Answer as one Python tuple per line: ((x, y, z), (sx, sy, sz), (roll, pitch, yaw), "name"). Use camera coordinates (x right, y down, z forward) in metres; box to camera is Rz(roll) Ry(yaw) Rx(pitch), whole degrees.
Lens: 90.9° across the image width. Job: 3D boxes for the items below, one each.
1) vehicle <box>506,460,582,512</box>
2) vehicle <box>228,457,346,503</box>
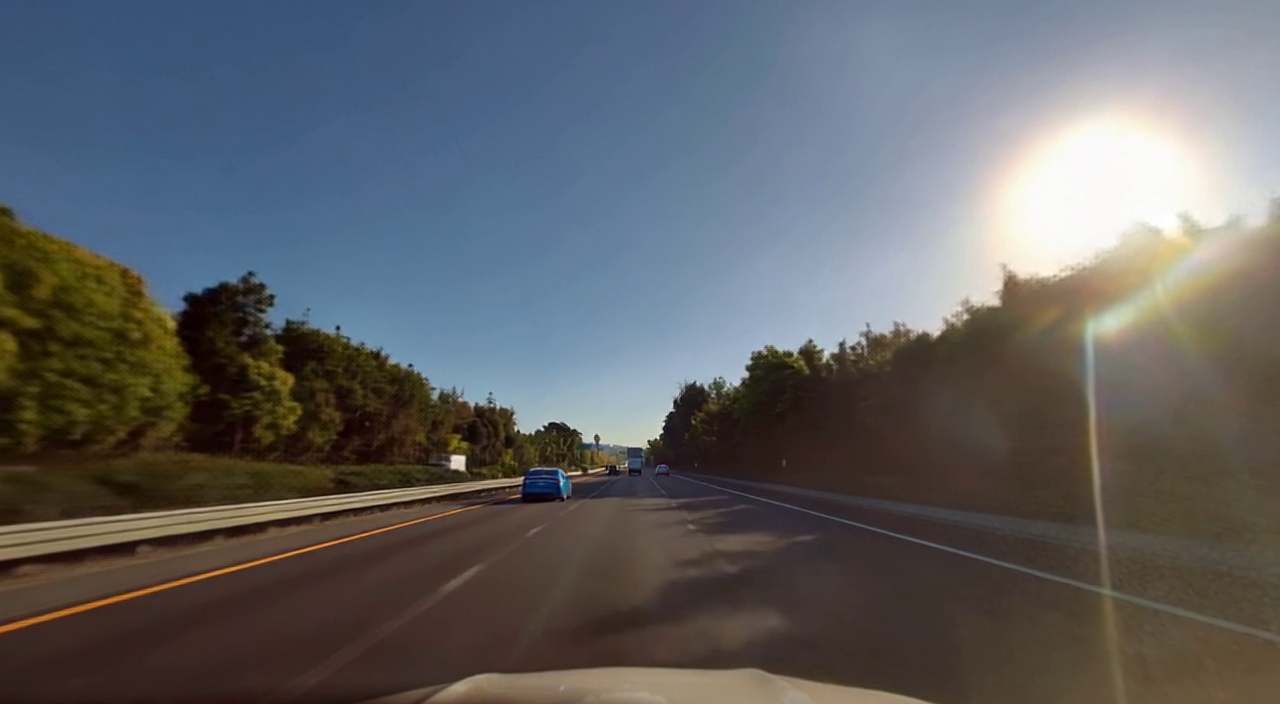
((-3.064, 4.395, 20.961), (1.797, 1.532, 4.072), (1, -10, 1), "vehicle")
((-11.932, 4.354, 21.621), (1.787, 1.407, 3.831), (1, -10, 0), "vehicle")
